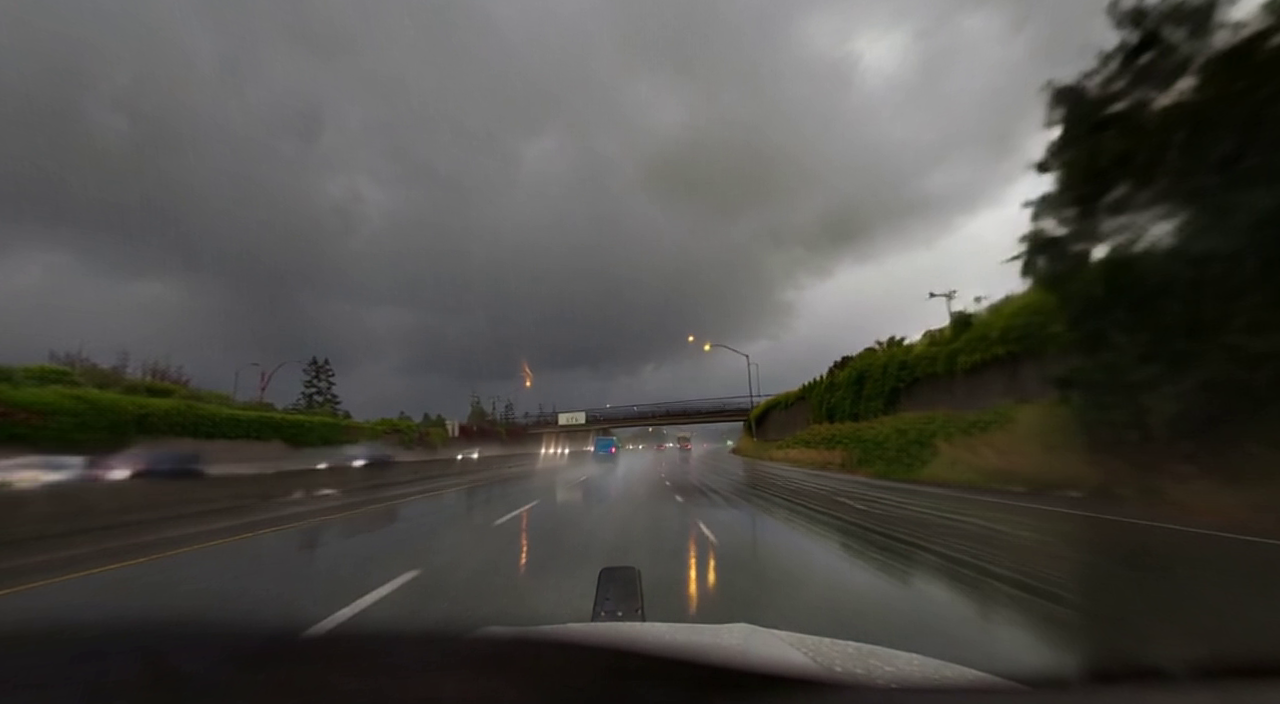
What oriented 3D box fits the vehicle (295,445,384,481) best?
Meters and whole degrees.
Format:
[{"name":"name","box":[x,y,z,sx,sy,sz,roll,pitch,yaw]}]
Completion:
[{"name":"vehicle","box":[-13.548,4.989,28.768,1.944,1.507,3.985,0,-8,2]}]

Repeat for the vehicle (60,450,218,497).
[{"name":"vehicle","box":[-17.810,4.305,22.791,1.905,1.474,4.495,0,-8,2]}]

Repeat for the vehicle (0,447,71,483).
[{"name":"vehicle","box":[-31.188,5.542,30.997,1.916,1.679,4.547,-1,-8,7]}]
